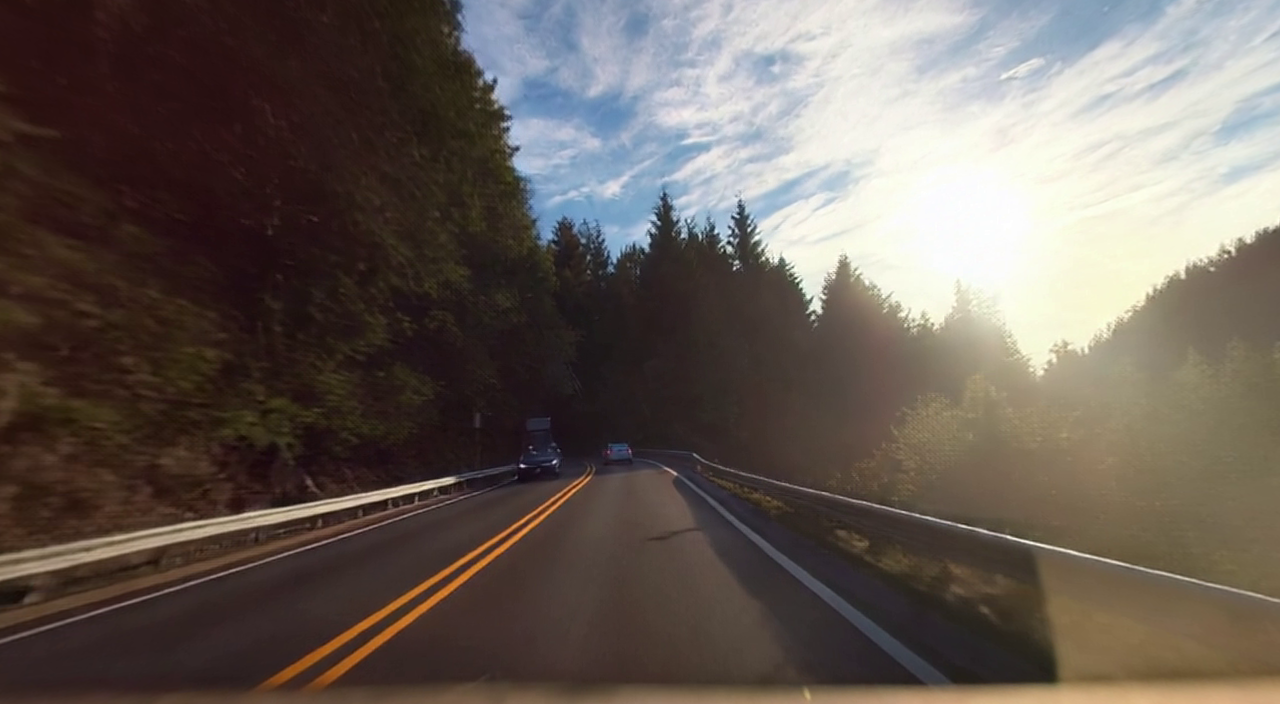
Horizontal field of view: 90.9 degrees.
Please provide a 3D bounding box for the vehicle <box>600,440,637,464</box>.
[{"bbox_3d":[-1.525,6.728,42.552,2.120,1.491,4.349,1,-8,-7],"label":"vehicle"}]

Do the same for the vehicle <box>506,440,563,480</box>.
[{"bbox_3d":[-5.290,5.458,32.240,2.319,1.864,4.569,0,-8,-3],"label":"vehicle"}]
